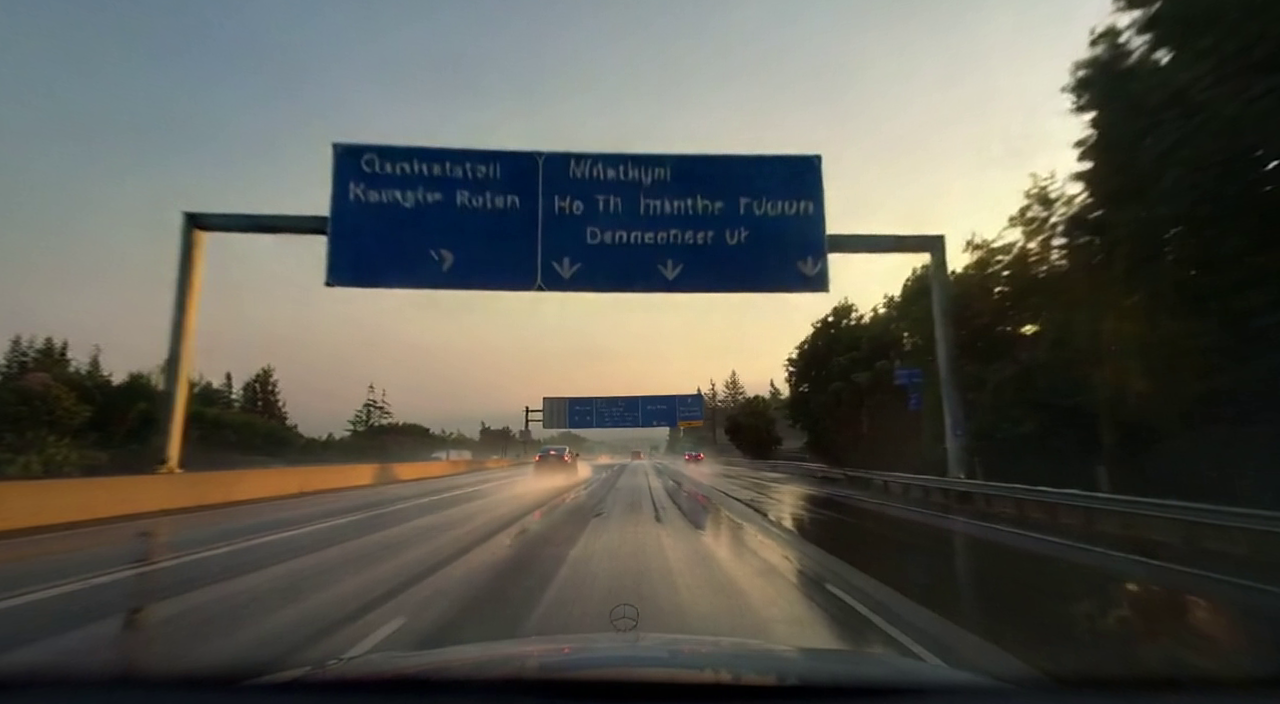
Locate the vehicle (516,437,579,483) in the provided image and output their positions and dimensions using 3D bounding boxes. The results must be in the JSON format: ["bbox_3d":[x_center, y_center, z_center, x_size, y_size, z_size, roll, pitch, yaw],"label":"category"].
[{"bbox_3d":[-4.366,5.174,30.440,2.278,2.054,4.498,0,-9,1],"label":"vehicle"}]

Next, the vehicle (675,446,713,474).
[{"bbox_3d":[3.577,7.241,42.550,2.133,1.746,4.511,0,-9,0],"label":"vehicle"}]
